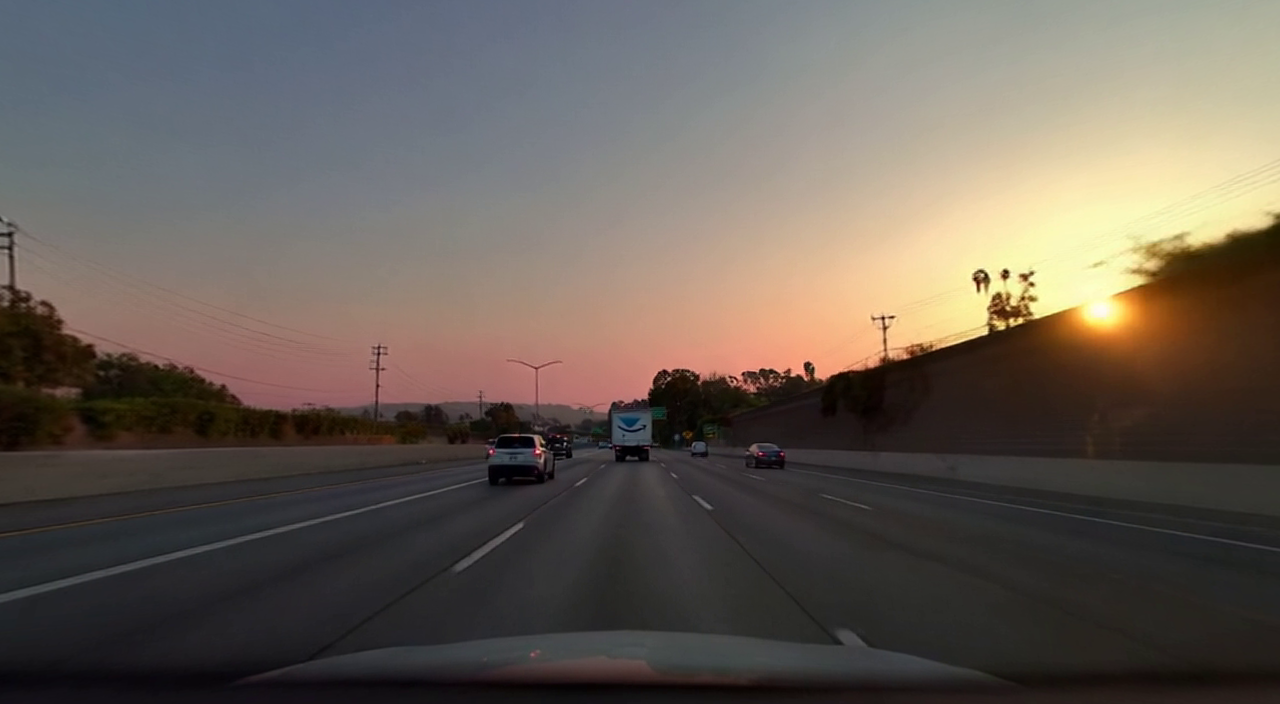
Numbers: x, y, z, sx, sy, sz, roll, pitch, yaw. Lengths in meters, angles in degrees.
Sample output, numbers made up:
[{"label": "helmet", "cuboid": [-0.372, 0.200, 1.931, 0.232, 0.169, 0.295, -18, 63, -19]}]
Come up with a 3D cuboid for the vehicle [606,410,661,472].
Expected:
[{"label": "vehicle", "cuboid": [-0.301, 4.428, 31.159, 2.456, 2.705, 6.251, 1, -9, 0]}]

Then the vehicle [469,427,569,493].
[{"label": "vehicle", "cuboid": [-3.435, 3.166, 18.741, 2.095, 1.688, 4.188, 0, -9, 1]}]

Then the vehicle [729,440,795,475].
[{"label": "vehicle", "cuboid": [5.572, 4.886, 29.387, 1.970, 1.499, 4.491, 1, -9, -3]}]

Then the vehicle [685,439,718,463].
[{"label": "vehicle", "cuboid": [4.537, 7.349, 46.690, 2.067, 1.654, 3.985, 0, -9, 0]}]
